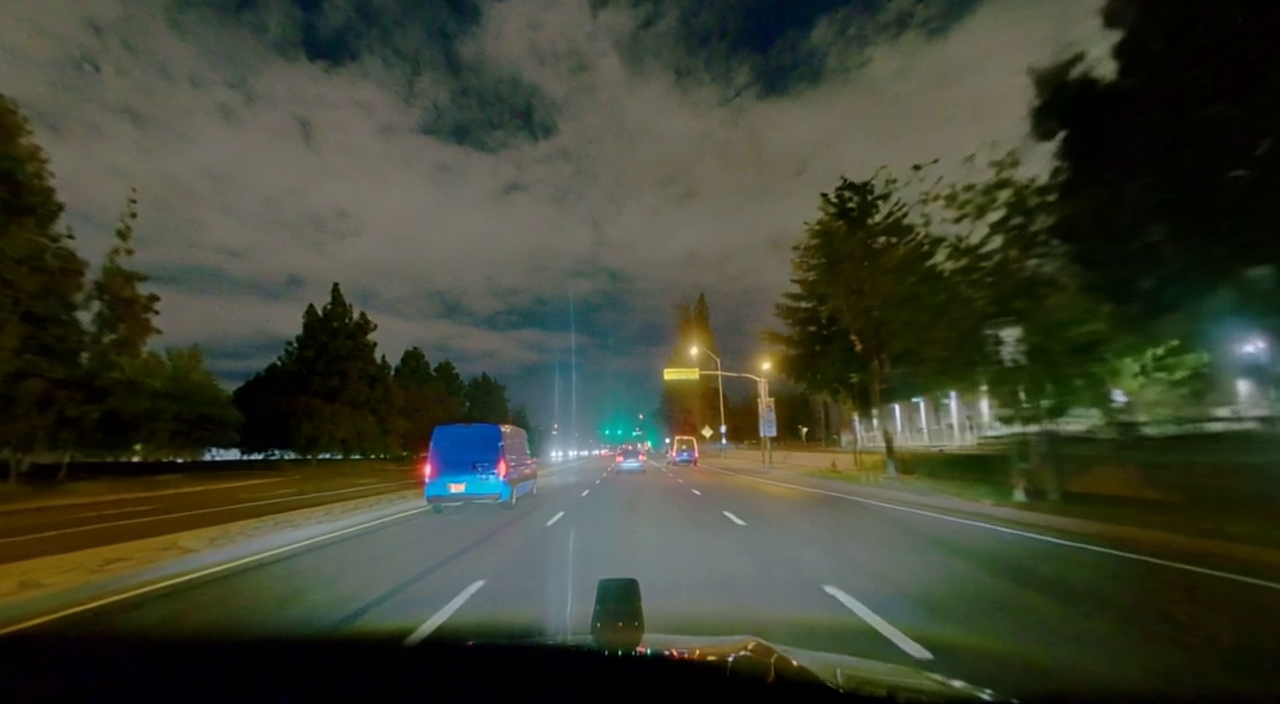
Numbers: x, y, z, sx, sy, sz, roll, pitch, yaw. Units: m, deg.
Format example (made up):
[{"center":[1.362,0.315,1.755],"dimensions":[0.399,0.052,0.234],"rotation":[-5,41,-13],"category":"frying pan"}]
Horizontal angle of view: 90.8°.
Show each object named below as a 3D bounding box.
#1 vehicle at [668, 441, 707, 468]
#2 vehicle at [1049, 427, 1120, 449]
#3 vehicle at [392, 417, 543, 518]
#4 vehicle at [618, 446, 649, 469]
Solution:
[{"center":[3.197,6.987,43.151],"dimensions":[2.181,1.781,4.257],"rotation":[0,-9,-2],"category":"vehicle"},{"center":[34.143,6.645,48.607],"dimensions":[3.874,1.412,1.851],"rotation":[-4,-9,5],"category":"vehicle"},{"center":[-3.586,2.522,14.218],"dimensions":[2.075,1.863,4.744],"rotation":[0,-9,0],"category":"vehicle"},{"center":[-0.508,7.178,43.206],"dimensions":[2.039,1.455,3.826],"rotation":[0,-9,-2],"category":"vehicle"}]
